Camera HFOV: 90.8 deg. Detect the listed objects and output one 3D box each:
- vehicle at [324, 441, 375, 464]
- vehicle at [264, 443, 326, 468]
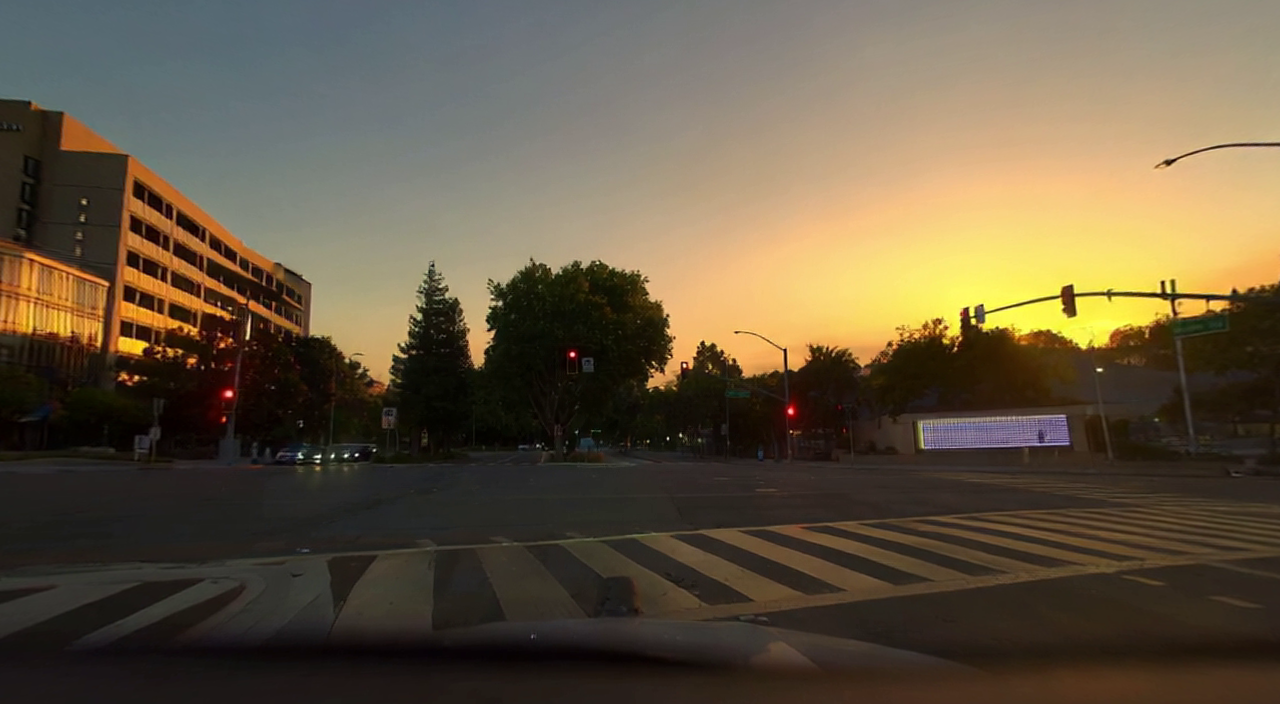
[{"bbox_3d":[-22.441,7.775,48.986,2.023,1.706,4.756,1,-9,-6],"label":"vehicle"},{"bbox_3d":[-21.828,6.555,40.145,2.005,1.496,4.020,1,-9,-6],"label":"vehicle"}]
